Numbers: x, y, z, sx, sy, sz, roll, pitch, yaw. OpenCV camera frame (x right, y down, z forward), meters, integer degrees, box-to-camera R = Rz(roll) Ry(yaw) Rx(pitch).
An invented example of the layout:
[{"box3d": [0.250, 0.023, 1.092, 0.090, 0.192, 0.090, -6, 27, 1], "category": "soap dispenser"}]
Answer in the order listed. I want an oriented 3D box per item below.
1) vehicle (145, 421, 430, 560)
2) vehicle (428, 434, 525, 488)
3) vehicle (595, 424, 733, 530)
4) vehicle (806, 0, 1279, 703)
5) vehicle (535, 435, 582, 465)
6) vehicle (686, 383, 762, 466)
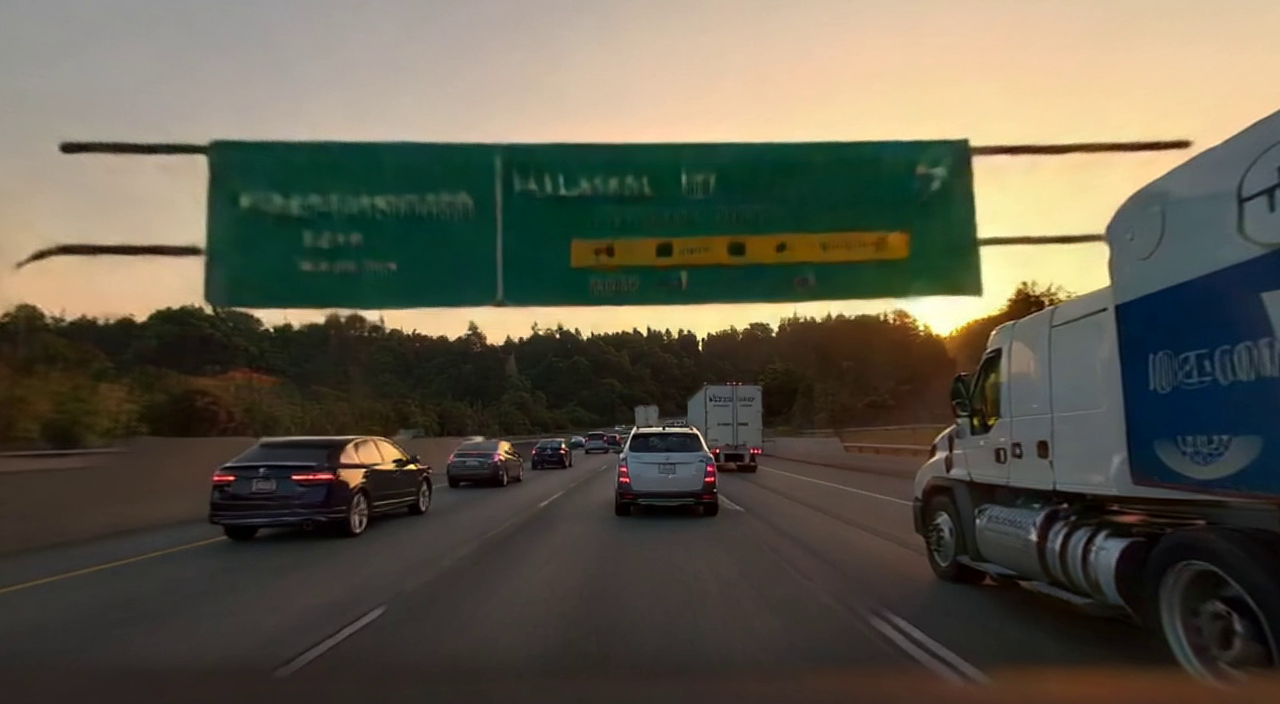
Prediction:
[{"box3d": [-4.500, 1.773, 8.812, 1.821, 1.514, 3.677, 0, -8, 0], "category": "vehicle"}, {"box3d": [-4.888, 3.289, 19.441, 1.880, 1.458, 3.978, 0, -8, 1], "category": "vehicle"}, {"box3d": [0.336, 2.041, 10.870, 1.973, 1.505, 3.568, 0, -8, 0], "category": "vehicle"}, {"box3d": [4.000, 0.181, 6.161, 2.982, 3.860, 6.011, 0, -8, -1], "category": "vehicle"}, {"box3d": [-4.391, 5.317, 34.437, 1.887, 1.493, 4.411, 0, -8, 1], "category": "vehicle"}, {"box3d": [4.682, 4.543, 38.357, 2.892, 4.101, 14.252, 0, -8, 1], "category": "vehicle"}]
